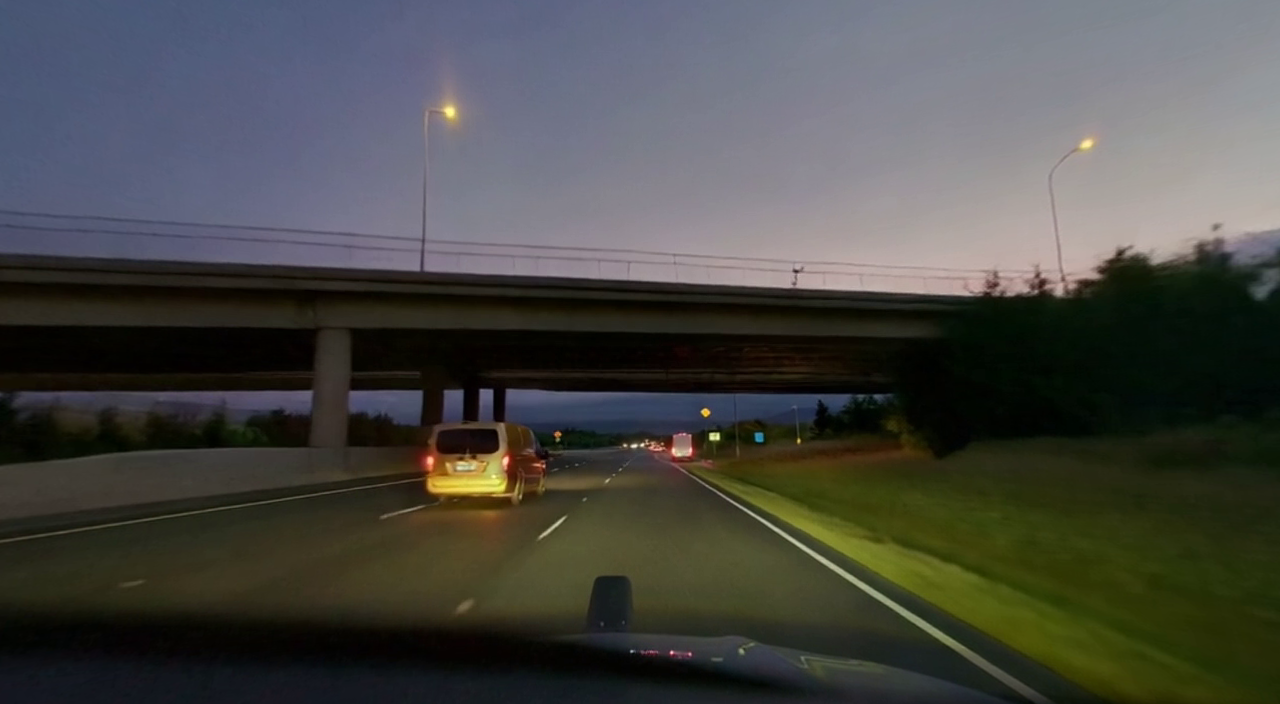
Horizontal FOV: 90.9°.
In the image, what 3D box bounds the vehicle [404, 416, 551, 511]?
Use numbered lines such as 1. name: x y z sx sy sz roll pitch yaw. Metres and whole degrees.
1. vehicle: -3.663 2.667 15.383 2.167 1.929 5.037 0 -9 1
